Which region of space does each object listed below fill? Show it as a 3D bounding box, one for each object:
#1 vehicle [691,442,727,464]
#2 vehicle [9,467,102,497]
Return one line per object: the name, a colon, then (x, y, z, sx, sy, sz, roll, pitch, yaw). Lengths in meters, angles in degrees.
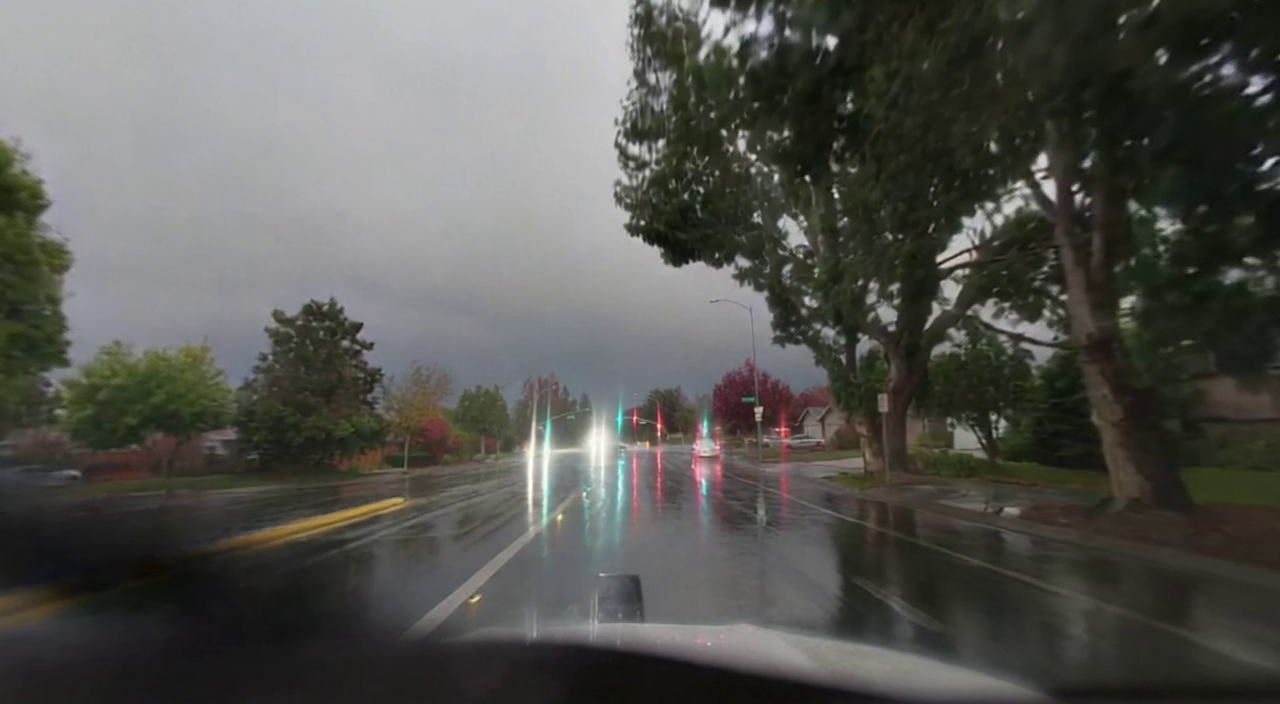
vehicle: (4.864, 7.215, 45.156, 1.917, 1.440, 4.335, 0, -9, -2)
vehicle: (-33.123, 7.376, 35.951, 1.713, 1.466, 3.614, -1, -9, 2)
